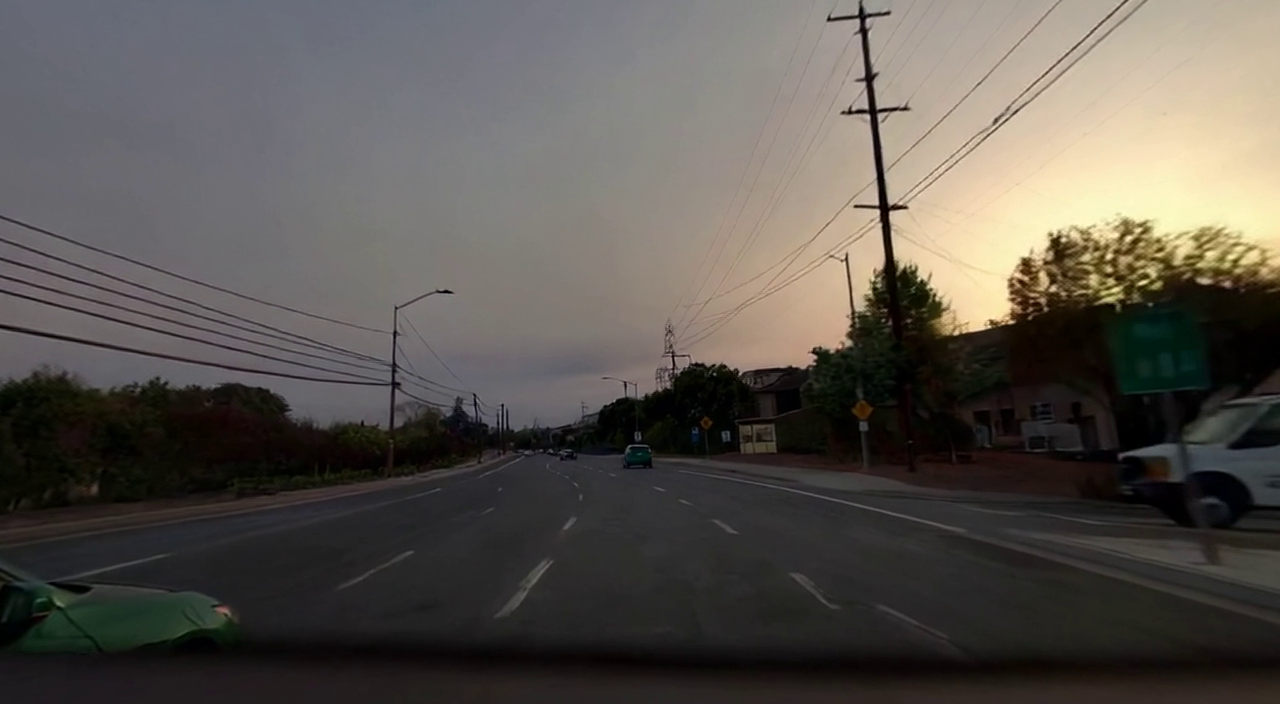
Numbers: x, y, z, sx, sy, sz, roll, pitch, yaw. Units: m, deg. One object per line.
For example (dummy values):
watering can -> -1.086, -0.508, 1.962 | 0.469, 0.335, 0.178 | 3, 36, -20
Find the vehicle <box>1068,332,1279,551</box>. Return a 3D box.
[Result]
vehicle -> 11.088, 1.271, 9.092 | 7.877, 3.012, 2.916 | -6, -11, 32

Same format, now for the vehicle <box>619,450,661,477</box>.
vehicle -> -0.057, 6.616, 37.631 | 2.015, 1.467, 4.117 | 1, -9, -7
